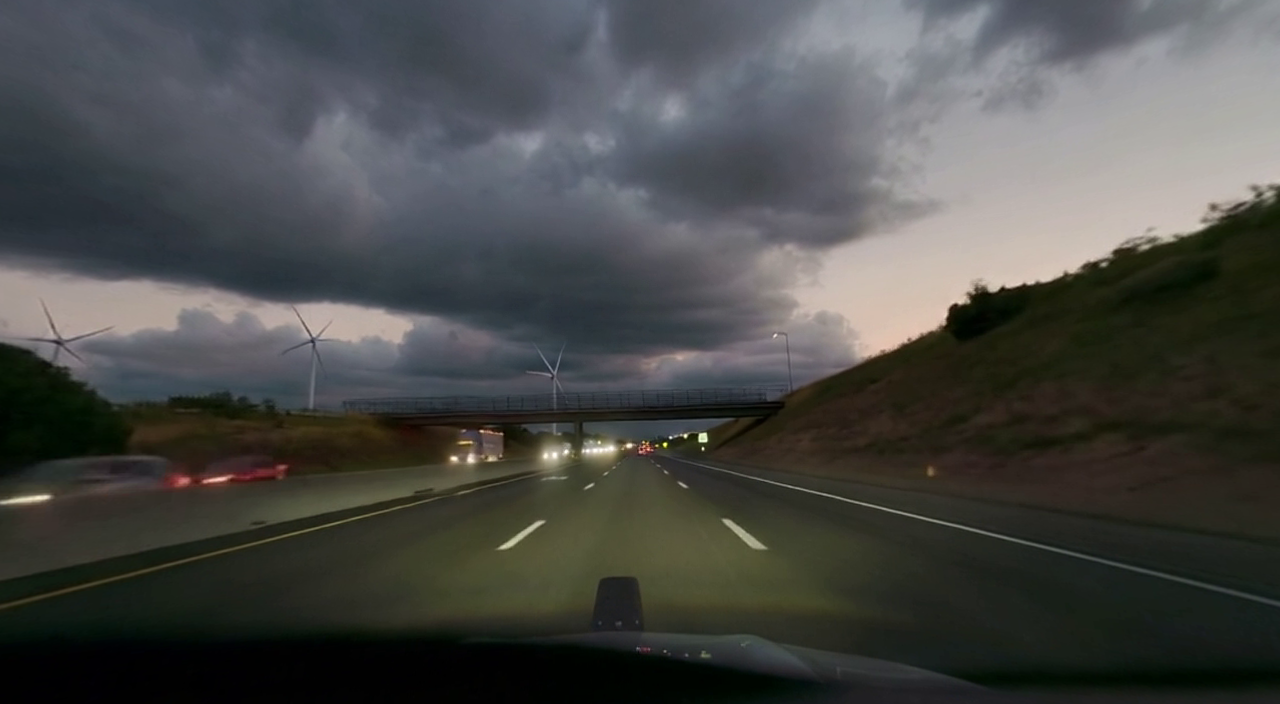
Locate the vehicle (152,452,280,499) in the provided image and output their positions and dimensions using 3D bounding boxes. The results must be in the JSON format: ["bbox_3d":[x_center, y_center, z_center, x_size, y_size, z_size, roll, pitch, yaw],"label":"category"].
[{"bbox_3d":[-15.895,4.610,23.970,1.912,1.565,4.242,0,-9,0],"label":"vehicle"}]

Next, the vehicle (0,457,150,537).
[{"bbox_3d":[-12.237,2.808,12.613,1.839,1.359,3.813,0,-9,-1],"label":"vehicle"}]
